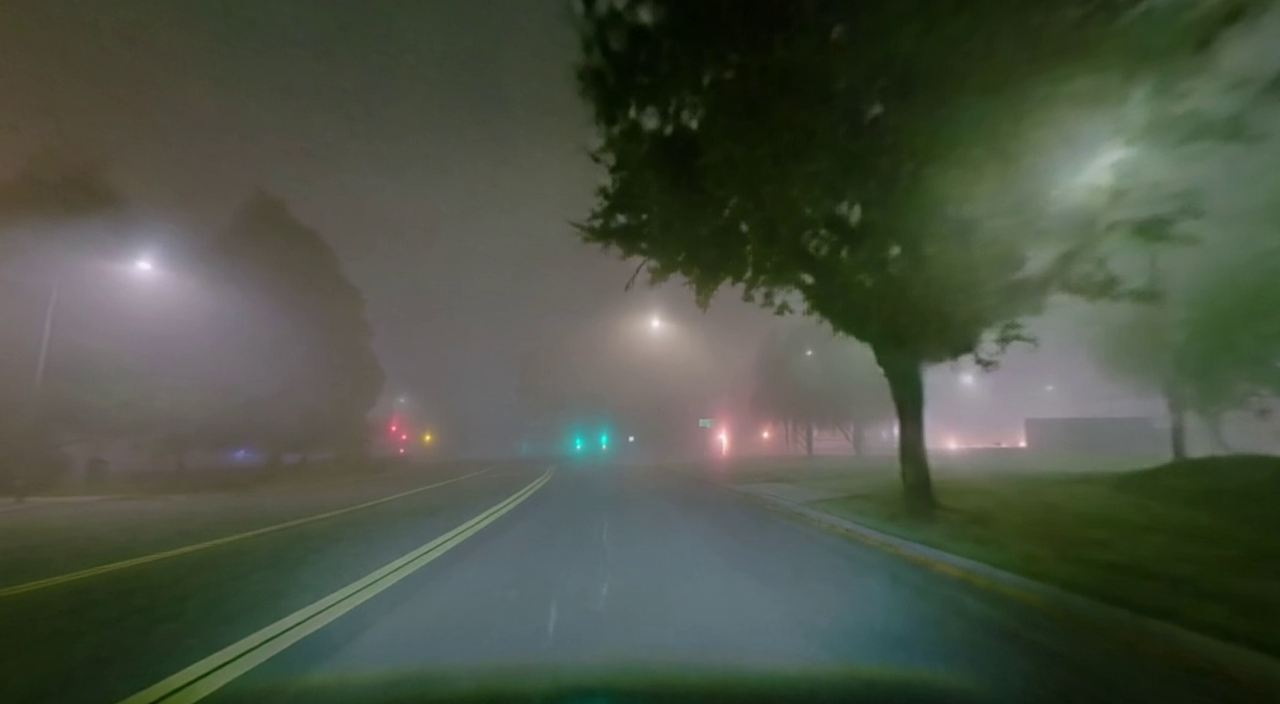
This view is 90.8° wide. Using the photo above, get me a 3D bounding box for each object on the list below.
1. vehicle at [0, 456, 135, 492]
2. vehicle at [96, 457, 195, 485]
[{"bbox_3d":[-25.346,5.313,27.706,4.527,1.441,2.024,0,-9,-3],"label":"vehicle"},{"bbox_3d":[-25.753,6.200,33.021,3.602,1.387,1.687,2,-9,-7],"label":"vehicle"}]
